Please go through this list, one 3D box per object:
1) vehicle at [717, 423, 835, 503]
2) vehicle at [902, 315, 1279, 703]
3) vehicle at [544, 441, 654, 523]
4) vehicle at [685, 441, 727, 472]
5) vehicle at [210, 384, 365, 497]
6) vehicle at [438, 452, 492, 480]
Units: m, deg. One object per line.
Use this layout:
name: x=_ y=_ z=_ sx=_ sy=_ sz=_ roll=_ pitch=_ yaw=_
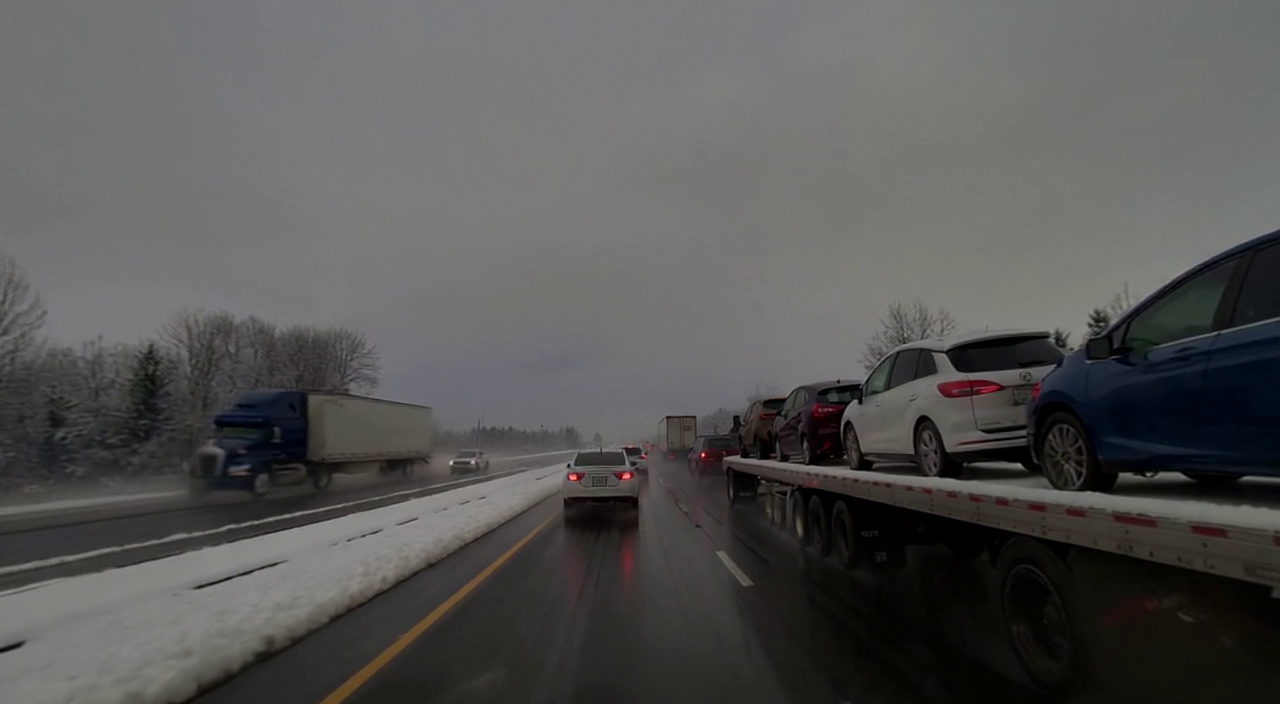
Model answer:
vehicle: x=3.504 y=2.964 z=17.108 sx=2.303 sy=1.889 sz=3.920 roll=0 pitch=-9 yaw=0
vehicle: x=3.470 y=0.947 z=3.659 sx=1.959 sy=1.783 sz=4.407 roll=0 pitch=-9 yaw=0
vehicle: x=-0.735 y=2.655 z=13.363 sx=1.991 sy=1.466 sz=3.675 roll=0 pitch=-9 yaw=0
vehicle: x=3.795 y=6.088 z=36.720 sx=1.938 sy=1.660 sz=4.223 roll=0 pitch=-9 yaw=-1
vehicle: x=-15.393 y=3.981 z=28.204 sx=3.230 sy=4.500 sz=5.937 roll=0 pitch=-9 yaw=1
vehicle: x=-11.032 y=7.210 z=39.990 sx=2.221 sy=1.639 sz=4.105 roll=0 pitch=-9 yaw=0
